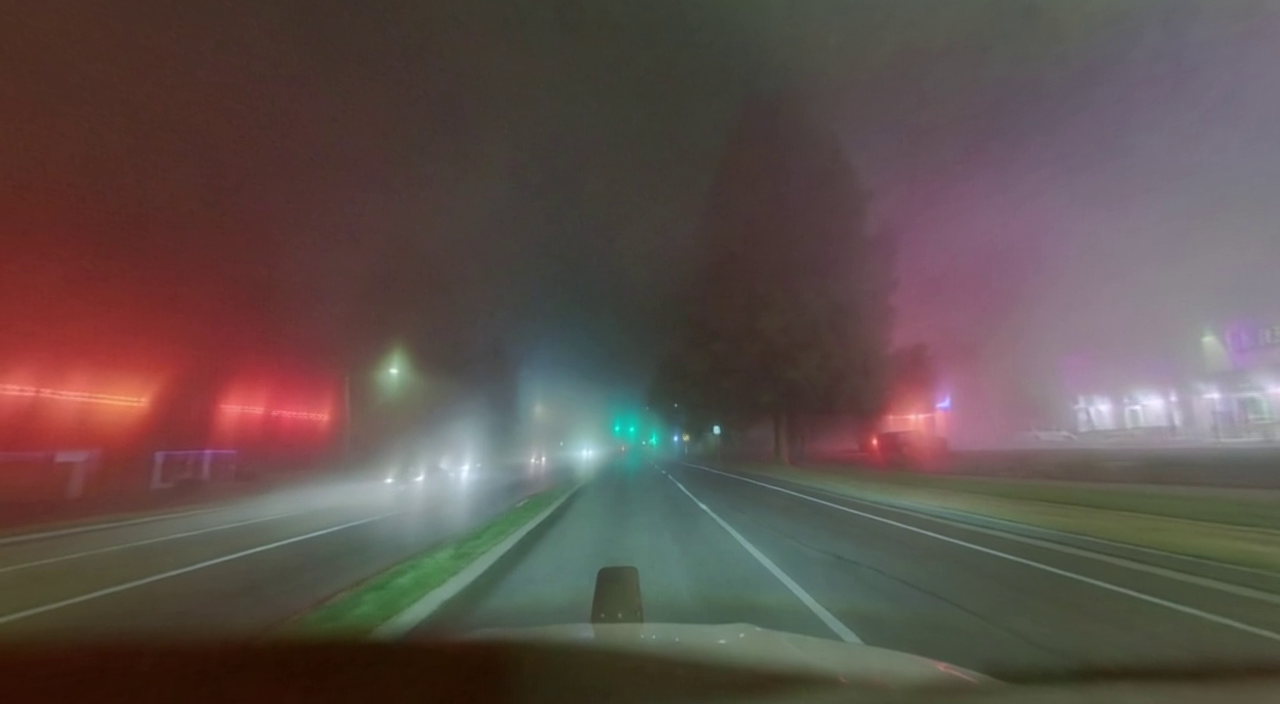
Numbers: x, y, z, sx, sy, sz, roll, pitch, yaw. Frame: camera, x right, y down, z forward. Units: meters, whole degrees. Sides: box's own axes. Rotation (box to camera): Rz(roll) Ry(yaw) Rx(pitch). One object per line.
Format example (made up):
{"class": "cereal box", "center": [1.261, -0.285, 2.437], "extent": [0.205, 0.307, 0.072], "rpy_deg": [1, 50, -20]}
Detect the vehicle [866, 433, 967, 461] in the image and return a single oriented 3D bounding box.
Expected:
{"class": "vehicle", "center": [16.220, 5.590, 37.113], "extent": [4.947, 1.587, 2.133], "rpy_deg": [0, -9, -3]}

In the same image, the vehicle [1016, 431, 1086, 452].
{"class": "vehicle", "center": [29.592, 6.486, 45.506], "extent": [1.749, 1.436, 4.792], "rpy_deg": [0, -9, 0]}

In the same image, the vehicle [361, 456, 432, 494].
{"class": "vehicle", "center": [-10.877, 5.496, 28.335], "extent": [1.688, 1.419, 3.783], "rpy_deg": [-4, -9, 0]}

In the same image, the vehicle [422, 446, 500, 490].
{"class": "vehicle", "center": [-7.852, 5.091, 28.111], "extent": [2.129, 1.649, 4.647], "rpy_deg": [-3, -9, 0]}
